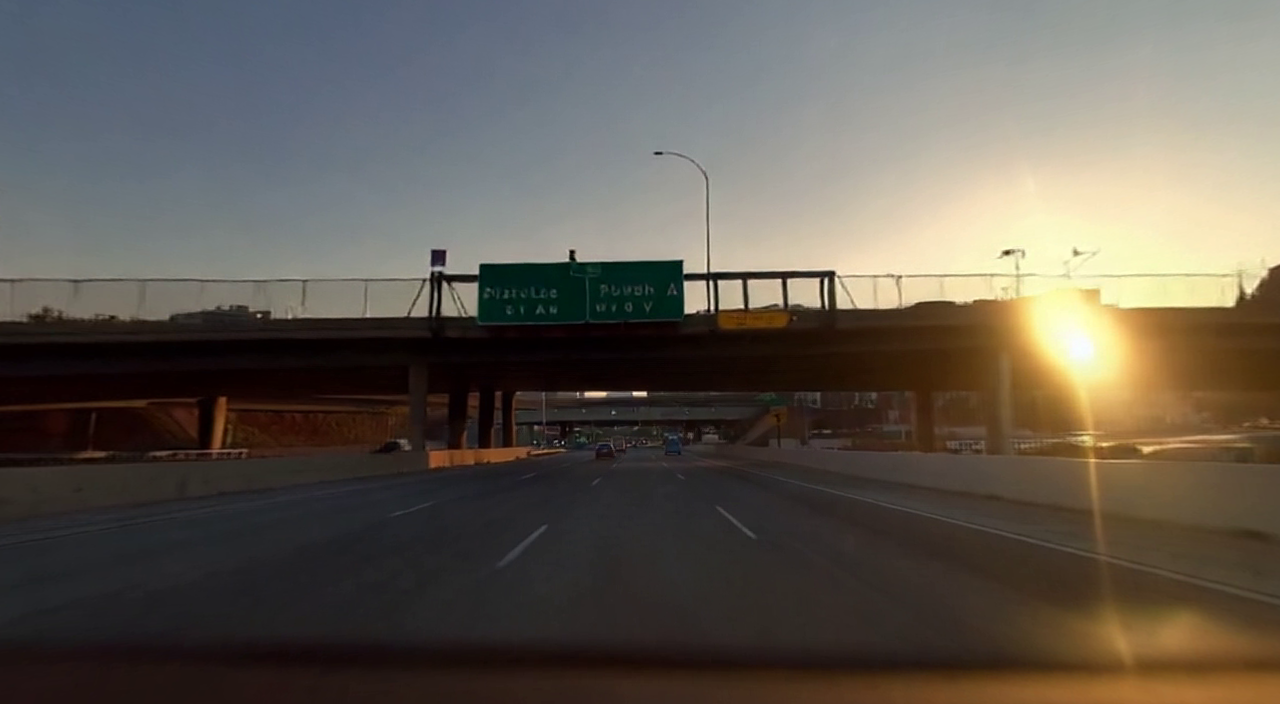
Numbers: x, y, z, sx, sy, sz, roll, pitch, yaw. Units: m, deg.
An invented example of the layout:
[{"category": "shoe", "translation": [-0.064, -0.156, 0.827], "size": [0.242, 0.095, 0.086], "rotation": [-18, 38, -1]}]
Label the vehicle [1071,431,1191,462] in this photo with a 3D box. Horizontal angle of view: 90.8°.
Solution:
[{"category": "vehicle", "translation": [24.894, 4.795, 32.165], "size": [4.513, 1.469, 1.871], "rotation": [0, -8, 0]}]
